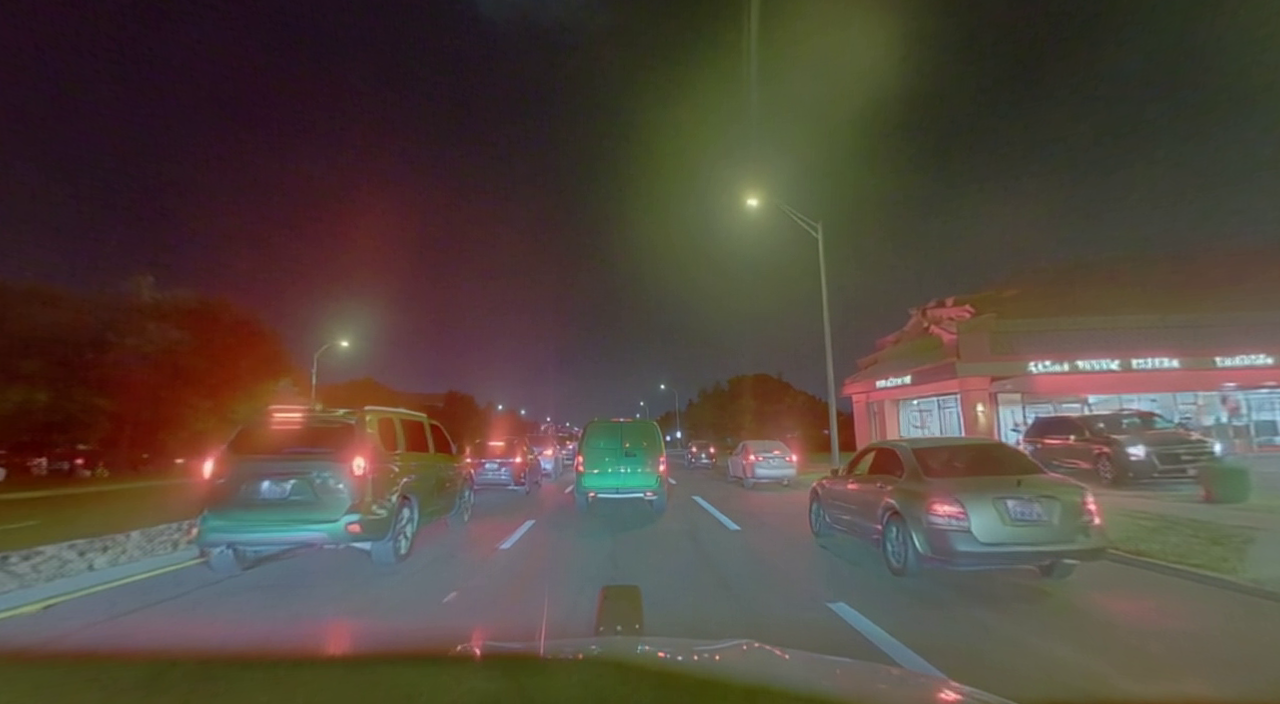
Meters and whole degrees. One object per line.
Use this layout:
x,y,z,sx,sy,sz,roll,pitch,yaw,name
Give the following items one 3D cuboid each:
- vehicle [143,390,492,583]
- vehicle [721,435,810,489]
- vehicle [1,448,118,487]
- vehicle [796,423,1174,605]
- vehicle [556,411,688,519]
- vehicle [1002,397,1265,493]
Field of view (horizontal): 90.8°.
-3.643,1.630,8.396,2.231,1.853,4.461,0,-9,0,vehicle
3.859,3.451,20.186,1.875,1.521,4.192,0,-8,-1,vehicle
-30.936,6.154,33.767,4.209,1.733,1.932,-2,-7,-4,vehicle
3.376,1.653,7.414,1.900,1.477,4.352,0,-8,-1,vehicle
-0.347,2.248,12.927,2.238,1.825,4.190,0,-9,-1,vehicle
11.675,2.281,15.614,2.350,1.929,4.893,-1,-8,-2,vehicle
